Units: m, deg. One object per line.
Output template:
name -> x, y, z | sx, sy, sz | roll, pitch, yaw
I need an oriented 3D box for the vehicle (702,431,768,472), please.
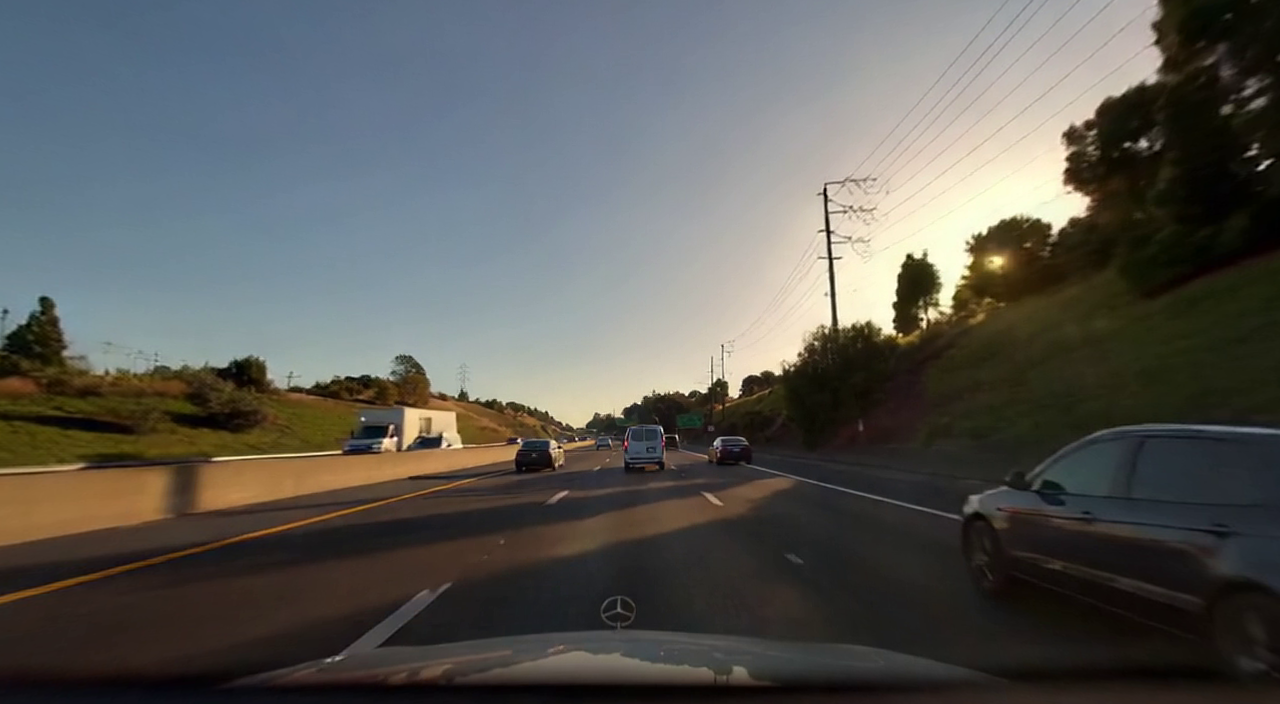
vehicle -> 3.890, 4.147, 26.706 | 1.923, 1.562, 4.691 | 0, -8, -2

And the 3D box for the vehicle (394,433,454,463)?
vehicle -> -12.008, 5.340, 35.401 | 1.885, 1.554, 4.280 | 0, -7, -1

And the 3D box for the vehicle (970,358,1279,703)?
vehicle -> 3.648, 0.910, 3.110 | 2.038, 1.621, 3.622 | 0, -7, 0

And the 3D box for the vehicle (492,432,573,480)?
vehicle -> -3.697, 3.639, 22.583 | 2.093, 1.517, 4.648 | 0, -7, 0

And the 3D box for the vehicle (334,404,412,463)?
vehicle -> -19.423, 5.977, 46.329 | 3.109, 3.990, 5.971 | 0, -8, -1

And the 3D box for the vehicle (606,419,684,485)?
vehicle -> 0.101, 3.074, 19.692 | 2.159, 1.811, 4.238 | 0, -7, -1
